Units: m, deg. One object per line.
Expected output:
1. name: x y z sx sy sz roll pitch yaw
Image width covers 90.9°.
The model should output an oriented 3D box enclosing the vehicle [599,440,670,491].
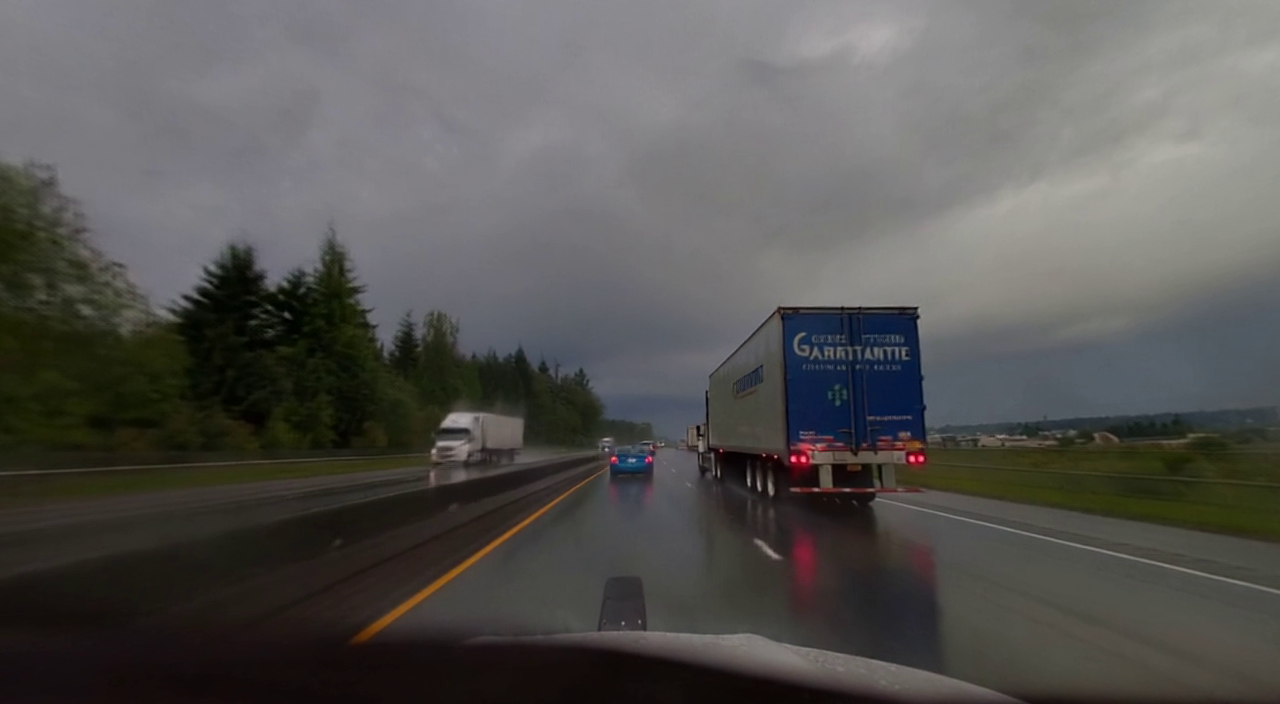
1. vehicle: -0.154 3.609 20.276 2.074 1.475 3.960 0 -9 0

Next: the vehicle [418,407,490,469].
1. vehicle: -12.610 5.977 43.396 3.028 3.921 5.723 0 -9 1

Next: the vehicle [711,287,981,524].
1. vehicle: 4.288 1.999 18.001 2.909 4.074 14.457 0 -9 0
